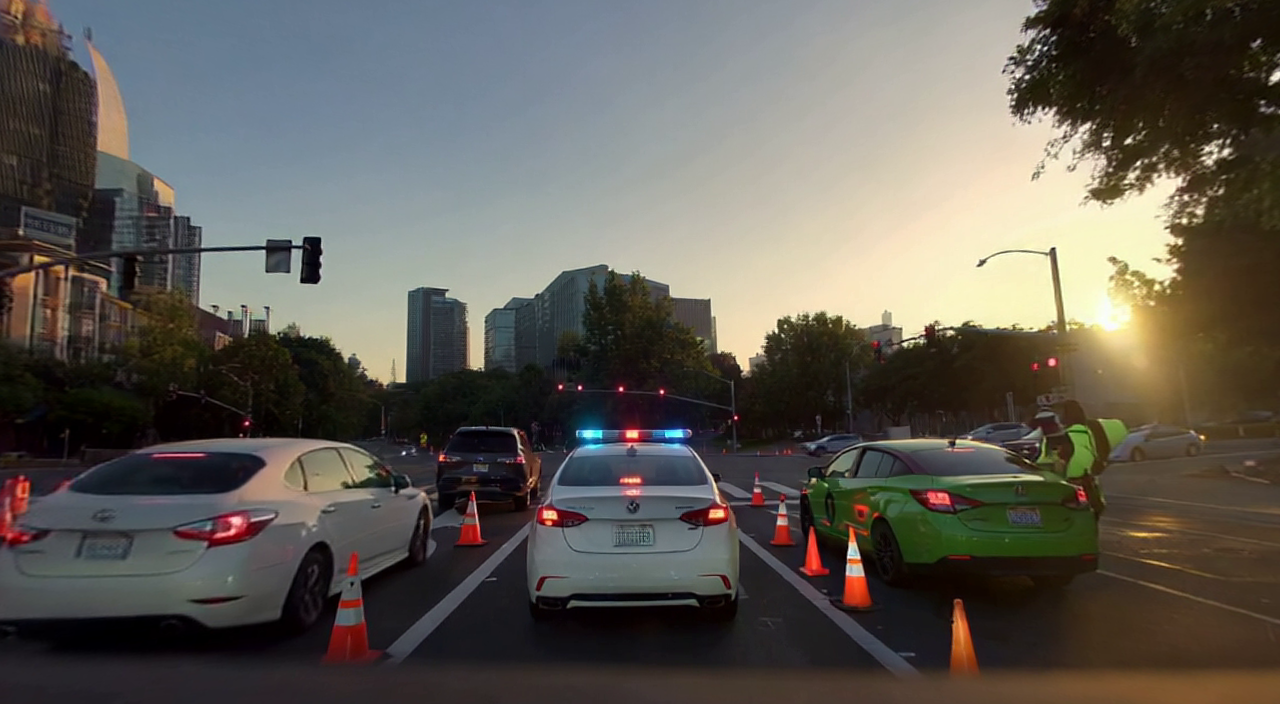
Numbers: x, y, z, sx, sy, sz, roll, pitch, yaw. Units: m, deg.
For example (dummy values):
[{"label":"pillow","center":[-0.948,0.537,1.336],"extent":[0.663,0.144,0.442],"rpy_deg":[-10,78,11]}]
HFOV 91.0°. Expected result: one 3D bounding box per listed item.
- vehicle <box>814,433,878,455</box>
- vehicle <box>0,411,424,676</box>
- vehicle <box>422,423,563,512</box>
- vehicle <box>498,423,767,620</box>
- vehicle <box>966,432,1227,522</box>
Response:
[{"label":"vehicle","center":[16.053,7.160,49.186],"extent":[4.211,1.659,1.983],"rpy_deg":[1,-9,-6]},{"label":"vehicle","center":[-3.620,1.412,5.727],"extent":[1.863,1.526,4.006],"rpy_deg":[0,-8,0]},{"label":"vehicle","center":[-3.300,2.710,15.216],"extent":[2.096,1.789,4.719],"rpy_deg":[-1,-9,2]},{"label":"vehicle","center":[-0.114,1.626,7.071],"extent":[2.061,1.486,4.332],"rpy_deg":[0,-8,-2]},{"label":"vehicle","center":[9.356,2.579,13.575],"extent":[1.957,1.576,4.670],"rpy_deg":[0,-9,-3]}]
